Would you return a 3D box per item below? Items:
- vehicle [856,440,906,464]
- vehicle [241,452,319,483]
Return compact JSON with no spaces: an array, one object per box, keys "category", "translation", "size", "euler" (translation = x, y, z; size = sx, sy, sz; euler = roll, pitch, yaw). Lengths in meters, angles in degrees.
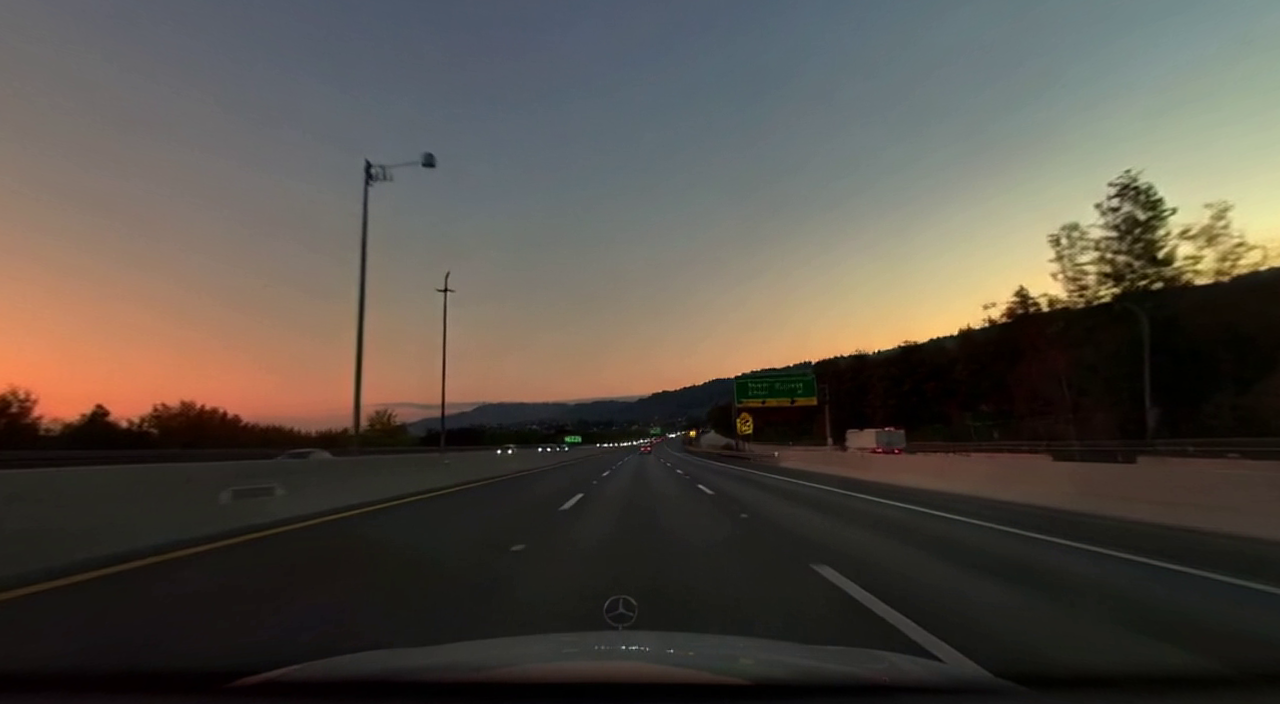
[{"category":"vehicle","translation":[15.199,6.323,39.786],"size":[1.699,1.453,3.689],"euler":[-1,-9,0]},{"category":"vehicle","translation":[-20.255,6.492,35.573],"size":[1.855,1.552,4.257],"euler":[-1,-9,0]}]
